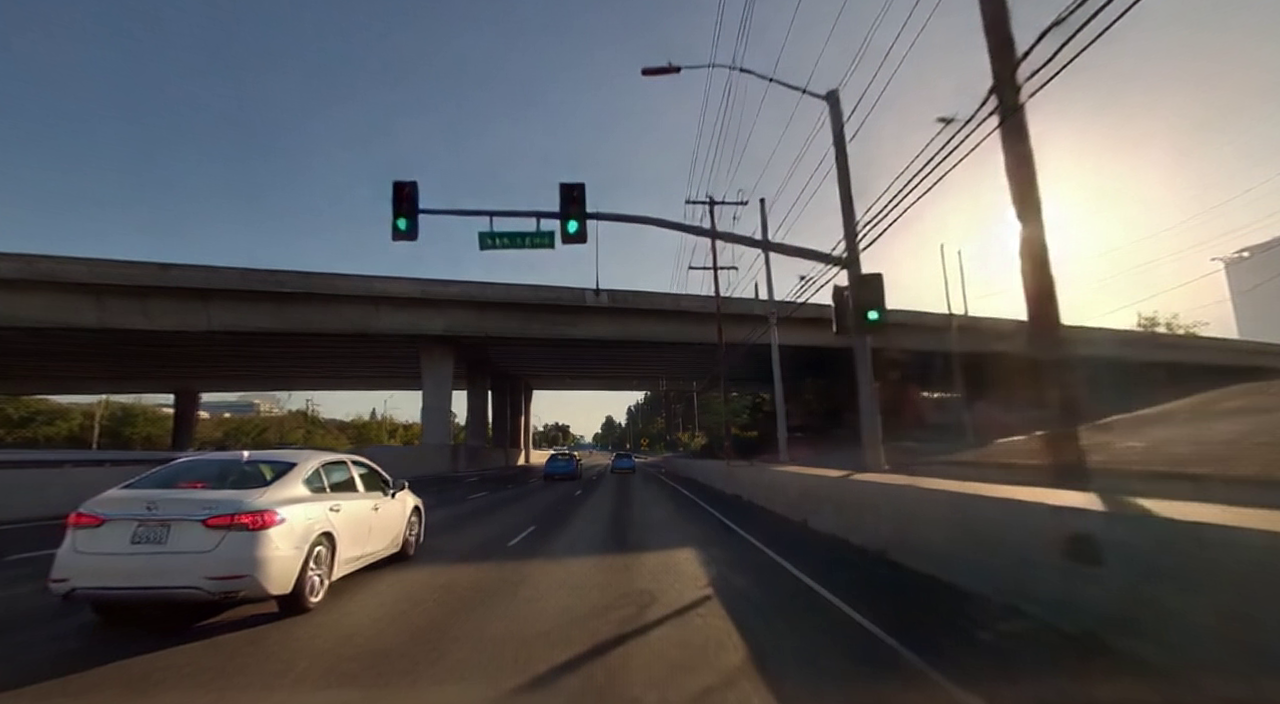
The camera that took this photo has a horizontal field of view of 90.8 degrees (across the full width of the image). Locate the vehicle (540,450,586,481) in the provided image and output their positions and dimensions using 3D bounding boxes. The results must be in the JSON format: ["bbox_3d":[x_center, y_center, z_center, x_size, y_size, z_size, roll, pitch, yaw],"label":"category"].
[{"bbox_3d":[-3.973,5.924,33.250,1.946,1.437,4.154,0,-9,-1],"label":"vehicle"}]

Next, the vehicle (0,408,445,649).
[{"bbox_3d":[-3.679,1.559,6.648,1.925,1.666,4.271,0,-8,-1],"label":"vehicle"}]

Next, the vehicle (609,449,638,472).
[{"bbox_3d":[-1.210,7.806,45.613,1.985,1.565,3.968,0,-9,-2],"label":"vehicle"}]
